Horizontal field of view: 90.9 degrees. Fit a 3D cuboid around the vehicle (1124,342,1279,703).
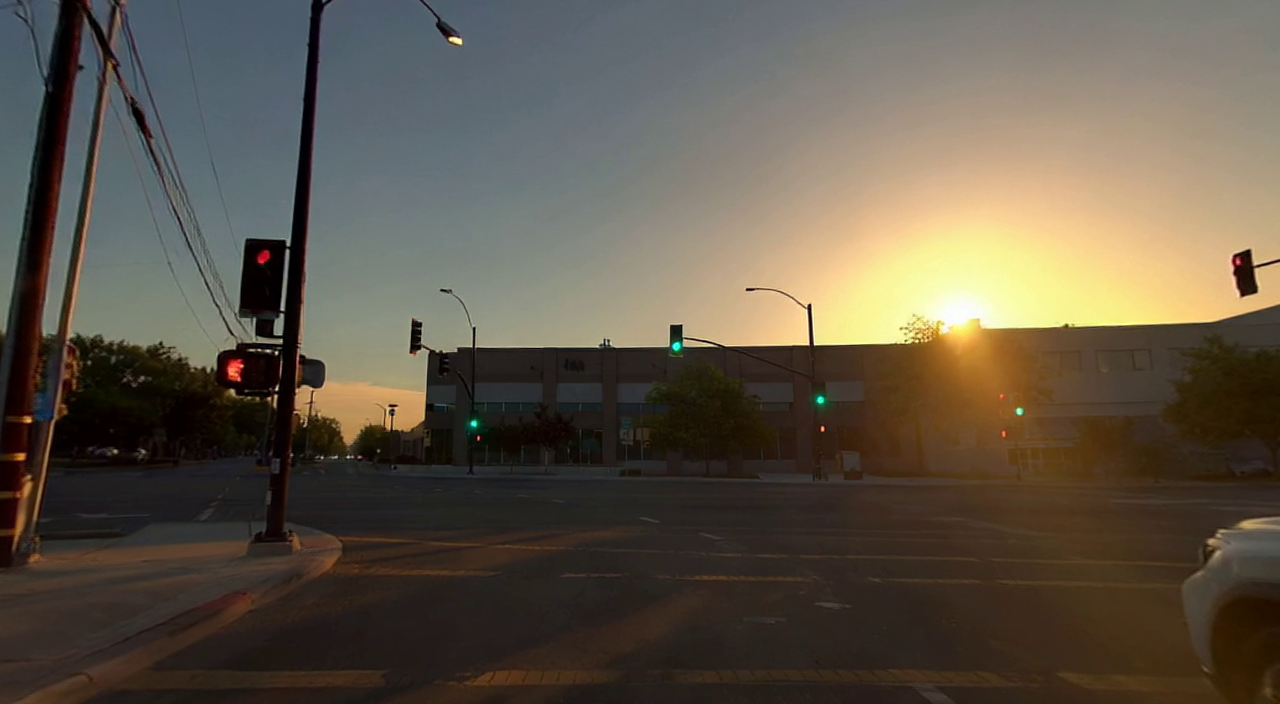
[{"bbox_3d":[3.062,0.571,0.588,1.938,1.648,4.211,-1,-8,2],"label":"vehicle"}]
